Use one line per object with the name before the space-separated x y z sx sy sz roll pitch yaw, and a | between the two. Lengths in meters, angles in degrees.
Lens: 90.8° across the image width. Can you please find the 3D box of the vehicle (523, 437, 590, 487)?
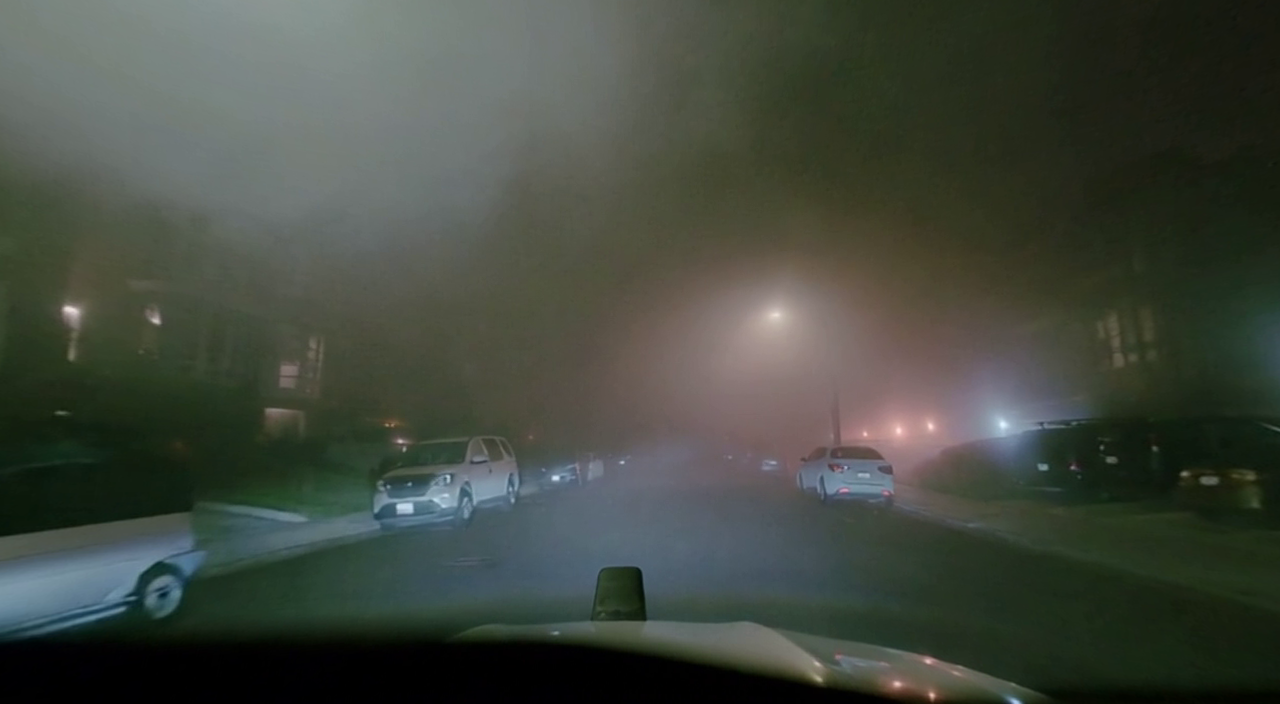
vehicle | -3.258 4.500 25.587 2.007 1.861 4.101 0 -11 2

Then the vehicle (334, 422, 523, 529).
vehicle | -4.418 2.785 14.452 2.319 1.902 5.526 -2 -11 1

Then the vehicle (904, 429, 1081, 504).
vehicle | 9.957 3.347 18.473 2.285 1.833 4.853 -1 -10 0

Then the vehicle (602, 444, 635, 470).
vehicle | -1.574 7.926 47.609 2.035 1.822 4.348 0 -11 4

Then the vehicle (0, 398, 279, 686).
vehicle | -4.901 1.245 4.130 2.035 1.719 4.749 -3 -10 4

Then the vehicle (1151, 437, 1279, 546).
vehicle | 11.278 2.095 9.947 4.611 1.510 1.962 -1 -8 4

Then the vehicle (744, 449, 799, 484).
vehicle | 6.449 5.636 31.550 1.850 1.516 5.066 0 -8 2

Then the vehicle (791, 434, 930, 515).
vehicle | 5.896 3.345 17.839 2.201 1.896 5.632 -1 -9 4
